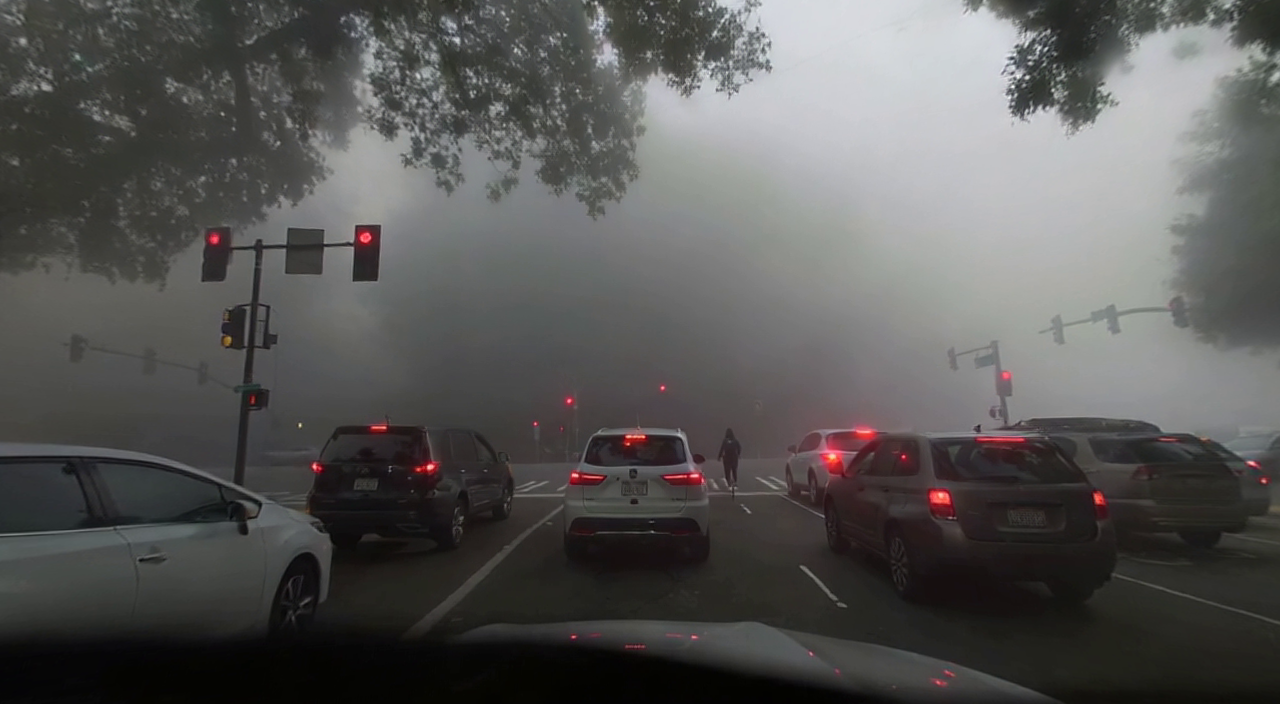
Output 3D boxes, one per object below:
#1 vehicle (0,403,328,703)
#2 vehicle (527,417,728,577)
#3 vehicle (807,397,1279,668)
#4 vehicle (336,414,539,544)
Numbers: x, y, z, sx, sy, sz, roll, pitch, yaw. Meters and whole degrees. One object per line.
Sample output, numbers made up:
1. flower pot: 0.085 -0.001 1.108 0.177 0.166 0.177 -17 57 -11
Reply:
1. vehicle: -3.346 0.947 2.363 1.863 1.495 4.667 0 -8 2
2. vehicle: -0.100 1.801 8.555 2.106 1.655 3.717 0 -8 1
3. vehicle: 3.247 1.443 6.199 2.006 1.659 4.462 0 -8 1
4. vehicle: -3.213 2.115 11.157 2.048 1.805 4.405 0 -8 1
